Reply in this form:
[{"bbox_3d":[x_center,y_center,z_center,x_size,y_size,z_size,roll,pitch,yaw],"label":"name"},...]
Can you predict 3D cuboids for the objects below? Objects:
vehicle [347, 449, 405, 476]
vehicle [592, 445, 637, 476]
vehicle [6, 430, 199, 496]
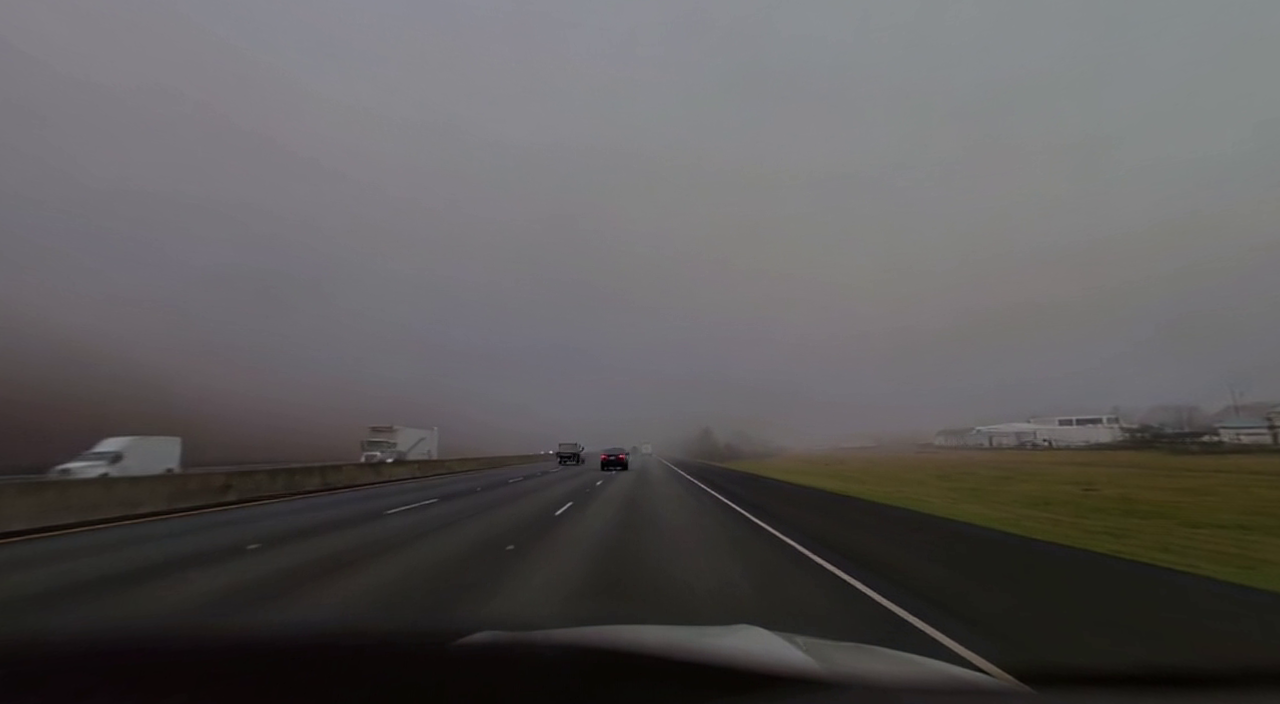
[{"bbox_3d":[-15.484,6.482,37.222,1.790,1.444,3.647,0,-9,1],"label":"vehicle"},{"bbox_3d":[-1.251,5.598,32.853,2.110,1.500,4.259,0,-9,1],"label":"vehicle"},{"bbox_3d":[-18.889,3.931,22.654,2.177,2.067,5.288,0,-9,0],"label":"vehicle"}]
